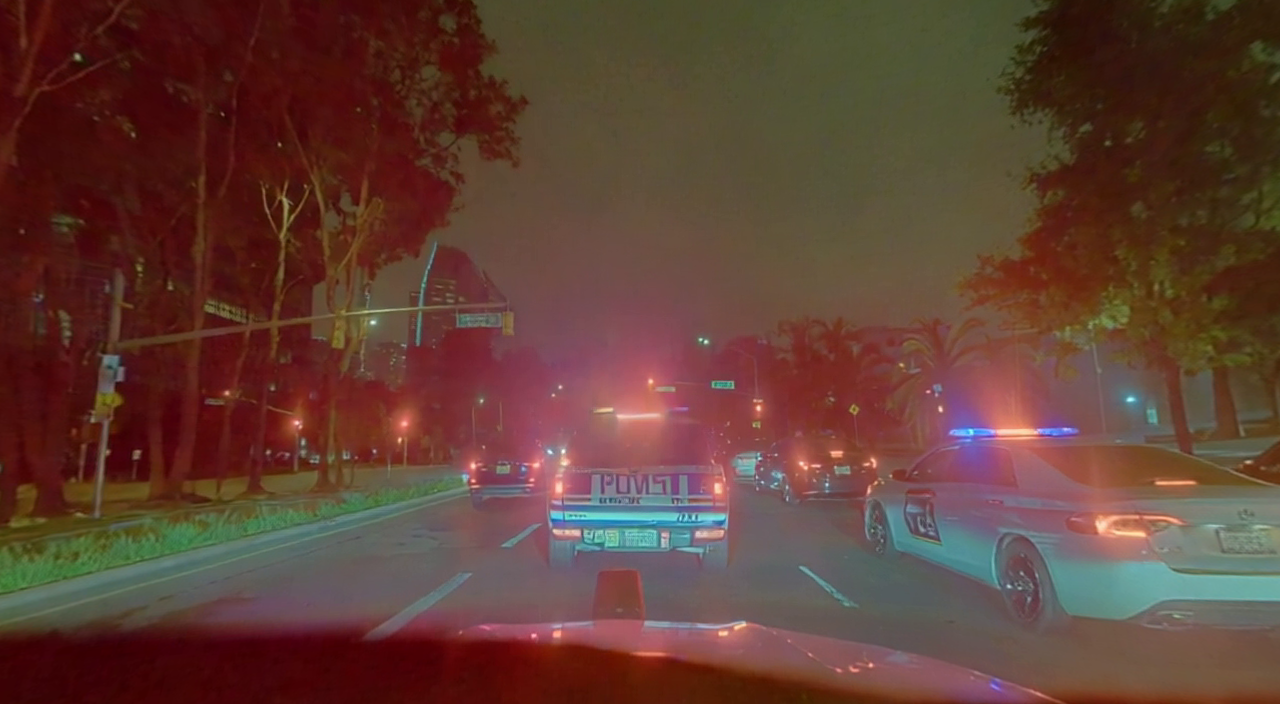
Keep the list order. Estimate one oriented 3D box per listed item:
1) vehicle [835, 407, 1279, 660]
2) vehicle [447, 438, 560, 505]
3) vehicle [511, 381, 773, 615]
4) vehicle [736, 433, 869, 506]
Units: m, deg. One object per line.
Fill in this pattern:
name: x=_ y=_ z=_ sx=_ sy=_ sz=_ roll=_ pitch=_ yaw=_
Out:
vehicle: x=3.643 y=1.408 z=6.082 sx=1.995 sy=1.483 sz=4.533 roll=0 pitch=-8 yaw=-1
vehicle: x=-3.314 y=2.981 z=16.219 sx=1.913 sy=1.464 sz=4.276 roll=0 pitch=-8 yaw=0
vehicle: x=-0.038 y=1.464 z=7.273 sx=2.038 sy=1.819 sz=4.505 roll=0 pitch=-8 yaw=-1
vehicle: x=3.644 y=2.708 z=15.060 sx=1.940 sy=1.474 sz=4.234 roll=0 pitch=-8 yaw=-1
